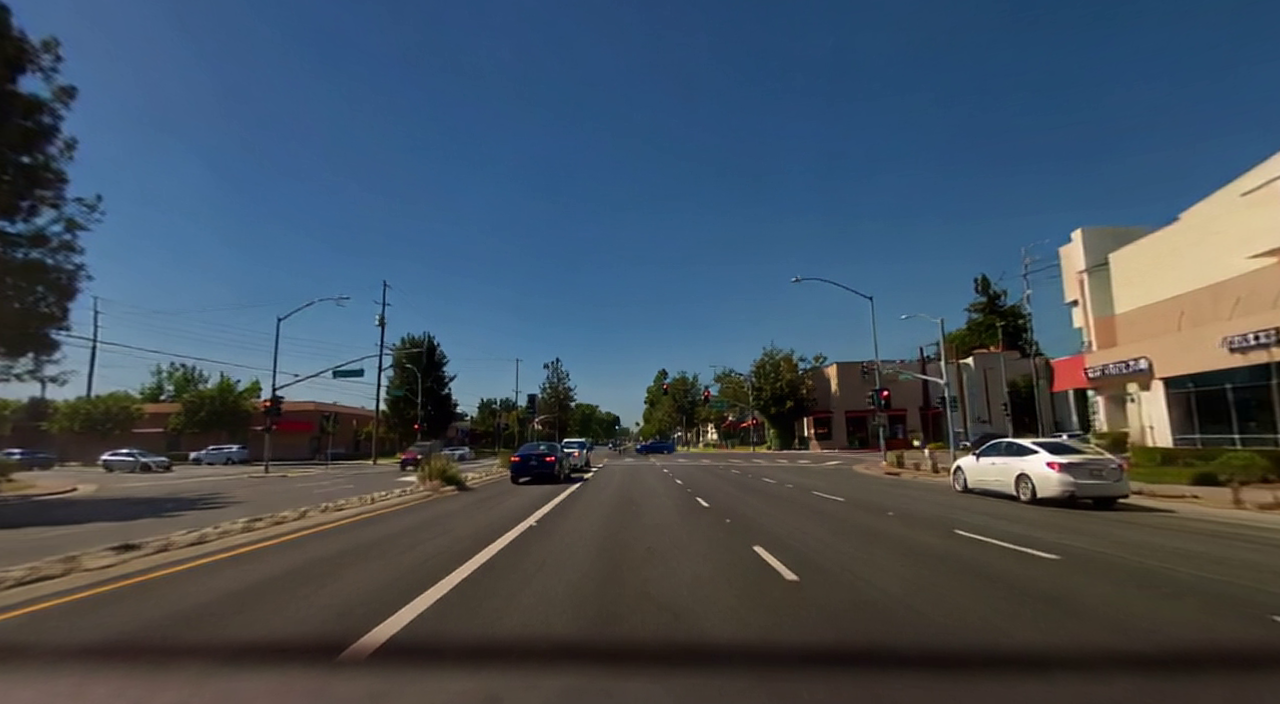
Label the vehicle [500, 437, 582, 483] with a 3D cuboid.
[{"bbox_3d":[-3.431,3.853,22.897,2.121,1.481,4.708,0,-8,1],"label":"vehicle"}]

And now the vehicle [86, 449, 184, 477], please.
[{"bbox_3d":[-30.006,6.543,37.523,5.228,1.539,2.009,-3,-9,21],"label":"vehicle"}]

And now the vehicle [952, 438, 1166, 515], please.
[{"bbox_3d":[9.119,2.711,14.311,1.936,1.460,4.258,0,-8,0],"label":"vehicle"}]

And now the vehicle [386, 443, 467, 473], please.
[{"bbox_3d":[-11.438,5.662,34.160,1.873,1.485,4.382,-3,-9,17],"label":"vehicle"}]
